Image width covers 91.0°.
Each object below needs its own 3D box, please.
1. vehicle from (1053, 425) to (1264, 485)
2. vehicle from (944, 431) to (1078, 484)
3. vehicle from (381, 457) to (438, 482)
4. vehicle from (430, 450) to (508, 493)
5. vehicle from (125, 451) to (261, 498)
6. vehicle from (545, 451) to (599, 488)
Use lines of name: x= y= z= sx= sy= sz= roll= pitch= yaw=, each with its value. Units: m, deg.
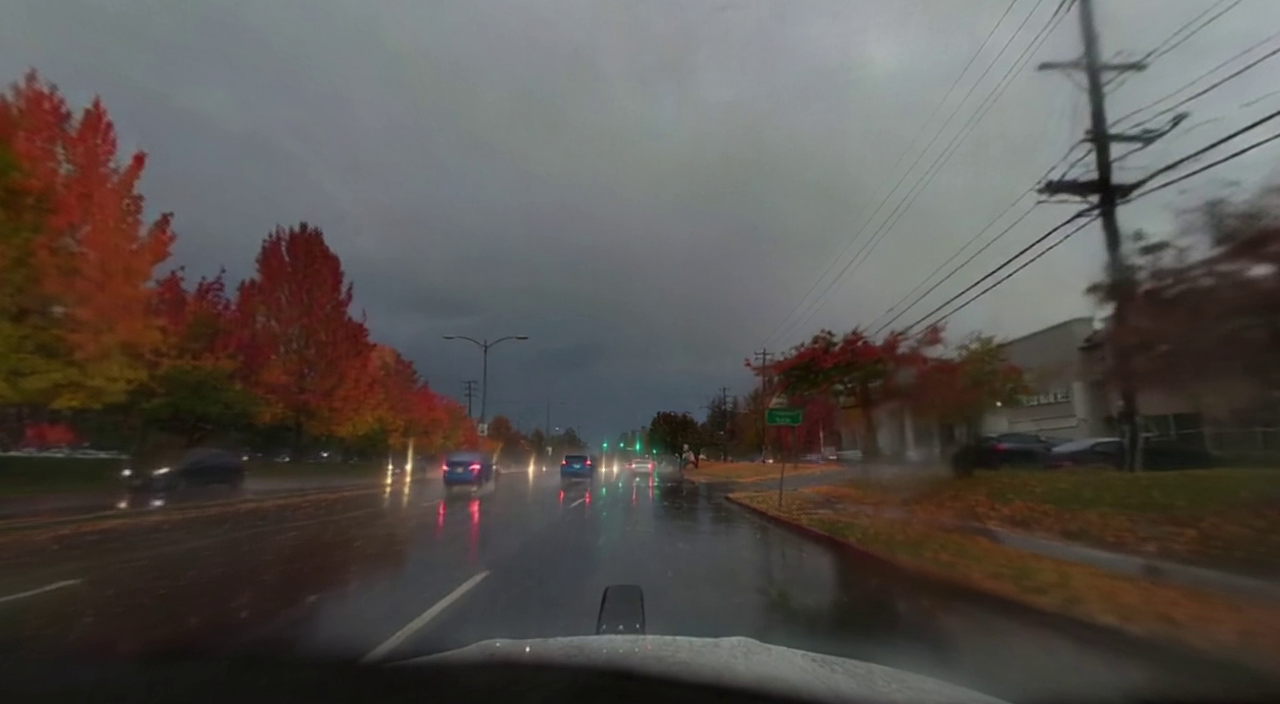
vehicle: x=14.519 y=2.930 z=18.003 sx=1.826 sy=1.474 sz=4.254 roll=3 pitch=-9 yaw=-17
vehicle: x=13.187 y=3.715 z=22.720 sx=1.862 sy=1.559 sz=3.959 roll=-4 pitch=-6 yaw=-11
vehicle: x=-15.676 y=7.998 z=43.115 sx=1.969 sy=1.503 sz=4.797 roll=0 pitch=-9 yaw=1
vehicle: x=-6.996 y=4.909 z=26.257 sx=1.932 sy=1.596 sz=4.247 roll=0 pitch=-9 yaw=1
vehicle: x=-15.825 y=4.324 z=22.595 sx=1.843 sy=1.520 sz=3.995 roll=0 pitch=-9 yaw=1
vehicle: x=-3.298 y=5.821 z=31.519 sx=2.085 sy=1.663 sz=4.513 roll=0 pitch=-9 yaw=1
